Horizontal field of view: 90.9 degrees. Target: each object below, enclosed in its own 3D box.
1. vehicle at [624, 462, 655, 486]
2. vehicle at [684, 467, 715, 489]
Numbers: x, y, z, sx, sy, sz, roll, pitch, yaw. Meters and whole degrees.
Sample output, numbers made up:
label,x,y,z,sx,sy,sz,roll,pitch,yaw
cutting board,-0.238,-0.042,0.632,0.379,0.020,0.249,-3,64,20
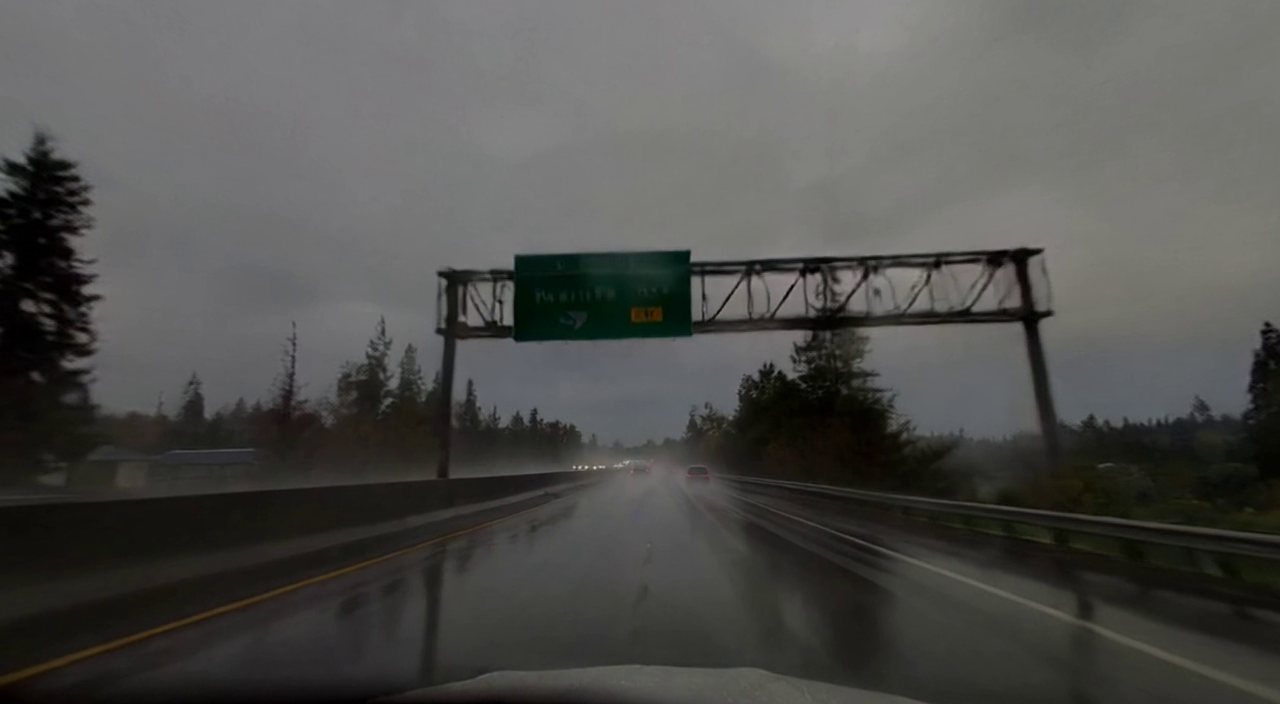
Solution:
label,x,y,z,sx,sy,sz,roll,pitch,yaw
vehicle,0.008,9.517,49.278,2.160,1.721,4.368,0,-10,3
vehicle,4.268,9.172,46.028,1.937,1.467,4.061,1,-10,1
